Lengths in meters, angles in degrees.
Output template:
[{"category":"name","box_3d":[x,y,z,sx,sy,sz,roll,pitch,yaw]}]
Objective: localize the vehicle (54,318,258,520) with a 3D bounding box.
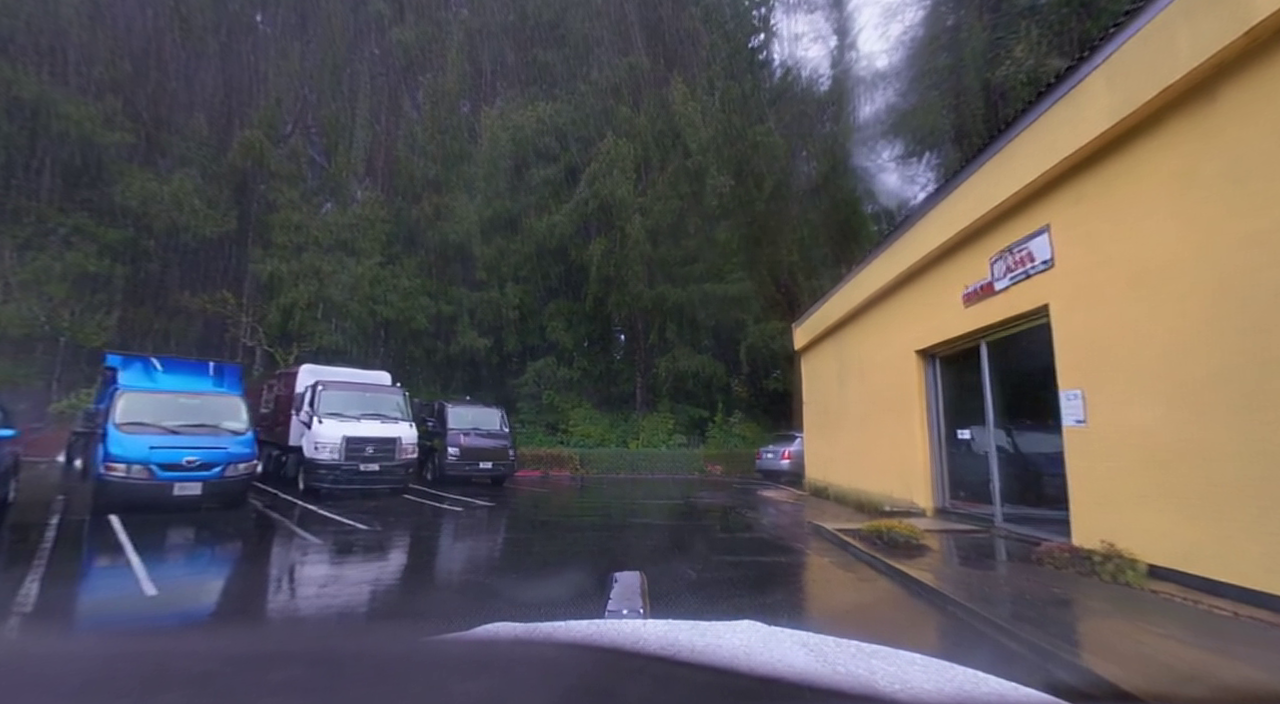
[{"category":"vehicle","box_3d":[-13.678,2.083,17.329,3.038,3.871,11.512,7,-12,-41]}]

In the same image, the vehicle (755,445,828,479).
[{"category":"vehicle","box_3d":[7.312,5.237,30.264,1.809,1.506,3.473,-9,-12,44]}]

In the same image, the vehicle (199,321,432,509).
[{"category":"vehicle","box_3d":[-10.345,2.171,18.984,2.948,4.069,11.906,8,-12,-42]}]
